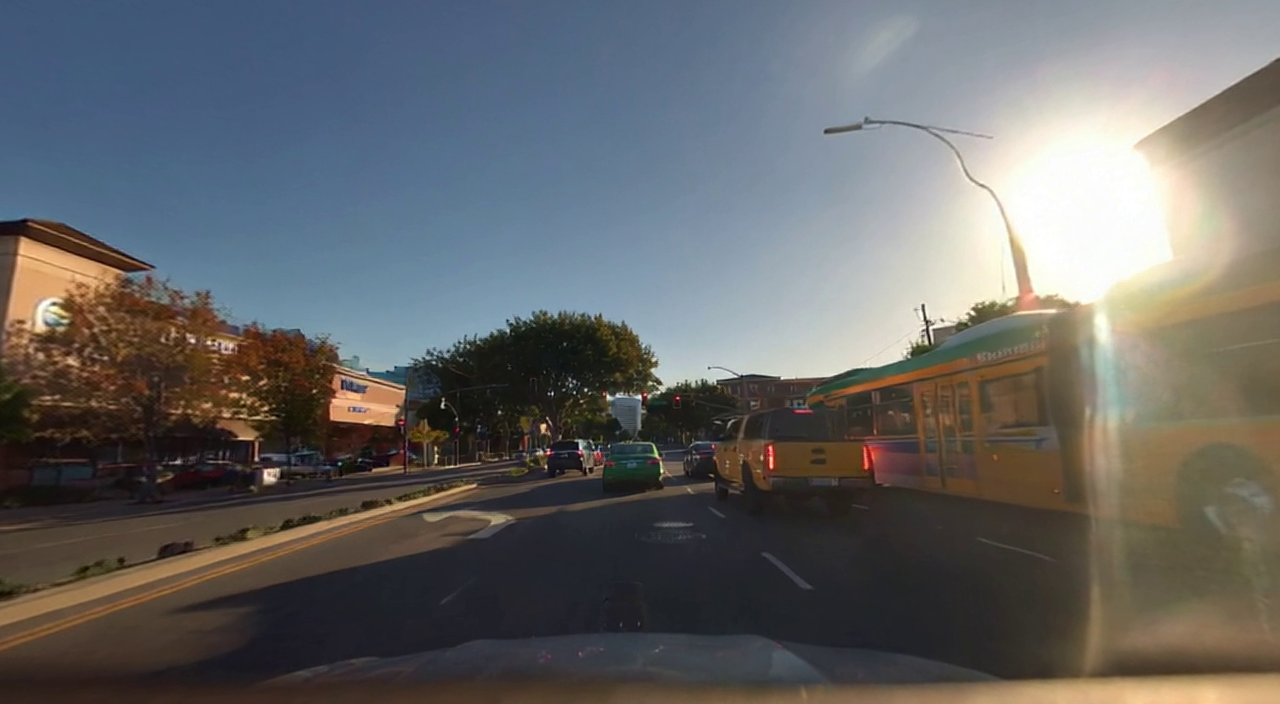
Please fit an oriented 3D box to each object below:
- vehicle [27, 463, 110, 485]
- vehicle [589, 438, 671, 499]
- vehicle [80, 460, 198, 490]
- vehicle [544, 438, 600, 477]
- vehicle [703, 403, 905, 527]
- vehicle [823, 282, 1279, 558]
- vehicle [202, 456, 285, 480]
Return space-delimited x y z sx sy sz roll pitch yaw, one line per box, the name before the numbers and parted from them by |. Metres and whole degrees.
vehicle | -41.254 8.827 45.644 4.357 1.470 1.808 -1 -9 4
vehicle | -0.282 3.237 17.924 2.071 1.525 3.723 0 -9 -1
vehicle | -28.352 6.952 35.948 4.881 1.458 1.914 4 -10 -27
vehicle | -3.194 5.080 30.600 2.180 1.708 4.397 0 -9 0
vehicle | 2.915 2.246 13.117 2.490 1.951 5.931 0 -9 -1
vehicle | 6.350 1.426 12.065 2.879 3.318 8.881 0 -8 -1
vehicle | -27.940 8.163 44.647 4.800 1.461 1.831 5 -10 -32
